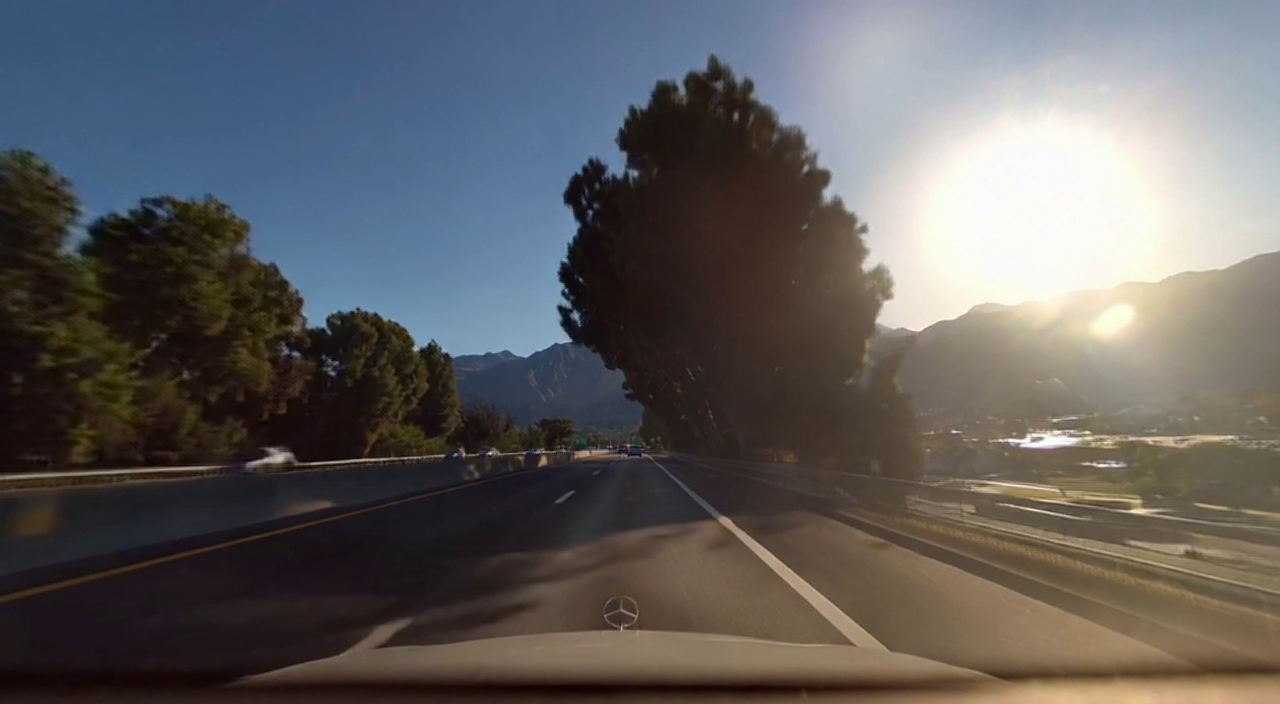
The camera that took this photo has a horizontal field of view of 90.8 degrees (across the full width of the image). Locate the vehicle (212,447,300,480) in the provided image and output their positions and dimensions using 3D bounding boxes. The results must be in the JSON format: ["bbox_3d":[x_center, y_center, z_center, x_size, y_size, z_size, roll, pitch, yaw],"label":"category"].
[{"bbox_3d":[-21.871,6.333,36.251,2.198,1.735,4.468,0,-9,0],"label":"vehicle"}]

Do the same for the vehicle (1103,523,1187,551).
[{"bbox_3d":[35.660,13.064,44.699,3.995,1.648,2.144,0,-8,2],"label":"vehicle"}]
